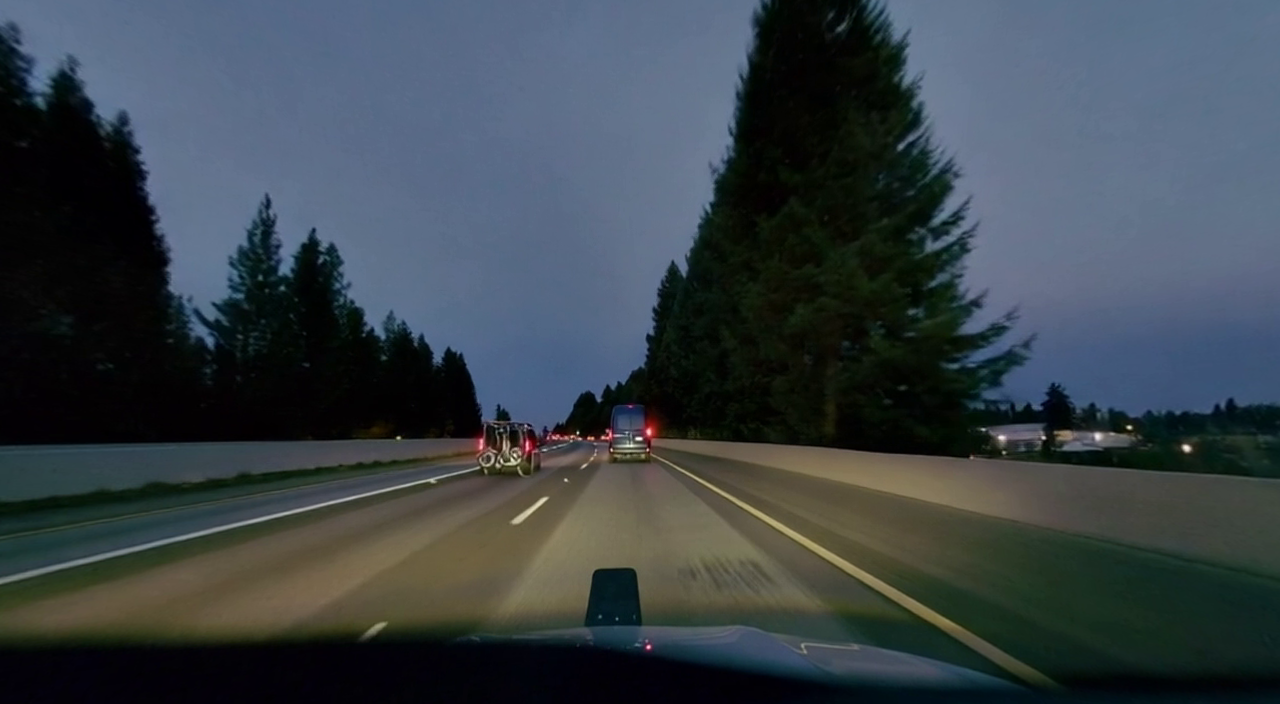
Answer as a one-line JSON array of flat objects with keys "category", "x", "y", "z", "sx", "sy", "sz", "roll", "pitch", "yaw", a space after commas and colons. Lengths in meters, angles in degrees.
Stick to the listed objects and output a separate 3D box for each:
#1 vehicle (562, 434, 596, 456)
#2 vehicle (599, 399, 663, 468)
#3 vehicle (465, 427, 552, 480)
[{"category": "vehicle", "x": -4.339, "y": 6.695, "z": 45.489, "sx": 2.251, "sy": 1.459, "sz": 4.236, "roll": 0, "pitch": -8, "yaw": -2}, {"category": "vehicle", "x": -0.546, "y": 3.852, "z": 29.624, "sx": 2.647, "sy": 2.896, "sz": 6.480, "roll": 0, "pitch": -8, "yaw": -3}, {"category": "vehicle", "x": -4.409, "y": 3.467, "z": 21.876, "sx": 2.110, "sy": 1.636, "sz": 4.453, "roll": 0, "pitch": -8, "yaw": -1}]
